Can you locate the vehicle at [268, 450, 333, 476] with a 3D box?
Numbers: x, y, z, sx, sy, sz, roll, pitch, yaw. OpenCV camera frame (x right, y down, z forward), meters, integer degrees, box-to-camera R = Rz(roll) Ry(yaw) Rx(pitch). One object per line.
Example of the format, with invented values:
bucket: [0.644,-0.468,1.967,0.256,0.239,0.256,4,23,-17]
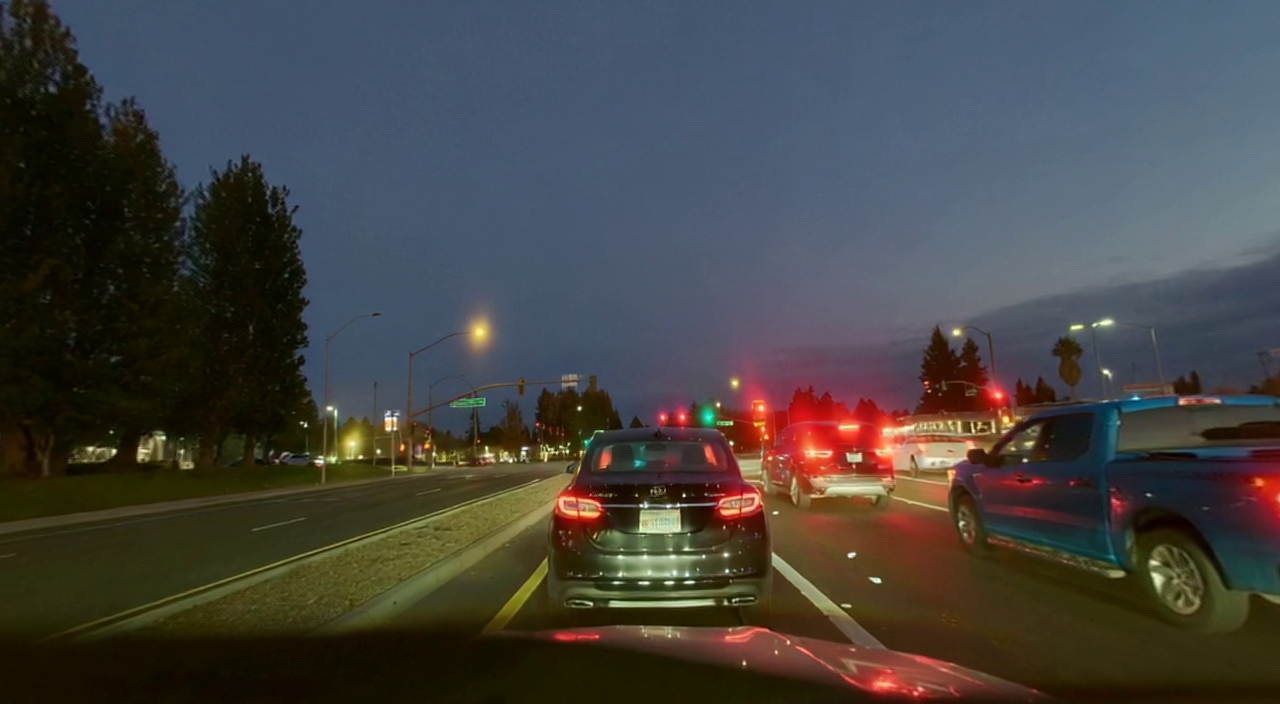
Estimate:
vehicle: [-24.061,7.842,44.877,1.798,1.706,4.385,-1,-8,6]

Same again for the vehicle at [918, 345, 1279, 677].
vehicle: [4.522,1.170,5.518,2.019,1.803,4.634,0,-8,0]

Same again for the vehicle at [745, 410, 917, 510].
vehicle: [4.222,2.534,15.274,2.319,1.930,5.651,0,-8,-1]

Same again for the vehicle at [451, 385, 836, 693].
vehicle: [-0.017,1.313,5.539,2.116,1.677,3.948,0,-8,-1]
